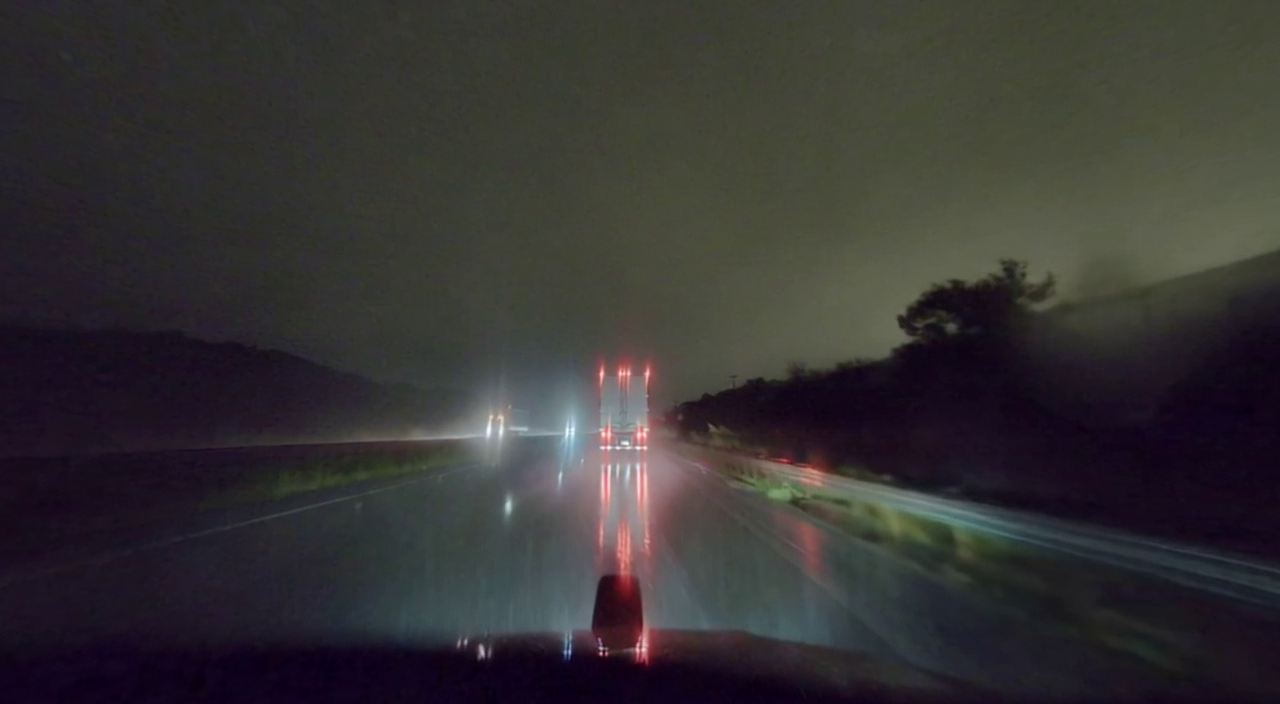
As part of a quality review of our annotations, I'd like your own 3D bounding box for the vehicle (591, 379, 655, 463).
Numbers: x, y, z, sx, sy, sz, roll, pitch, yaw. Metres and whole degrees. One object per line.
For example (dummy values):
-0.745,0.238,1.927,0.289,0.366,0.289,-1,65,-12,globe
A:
-0.963,3.958,35.203,3.023,3.965,10.402,1,-8,-2,vehicle
